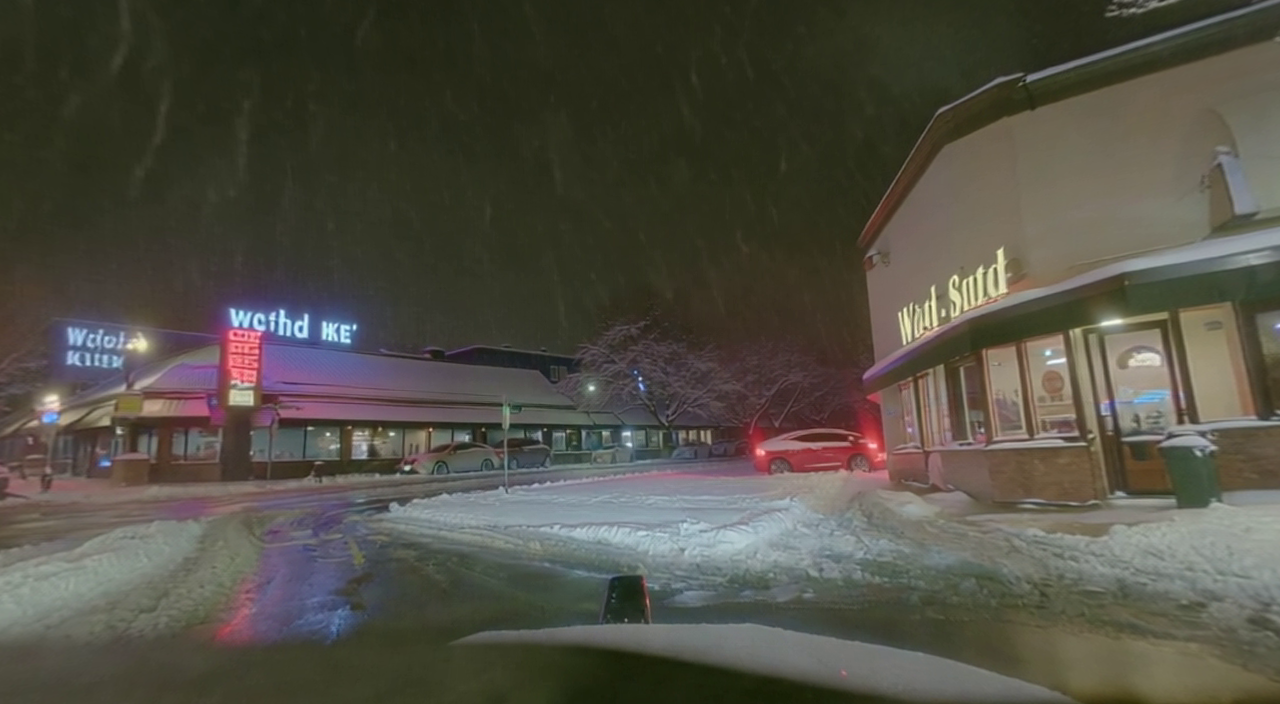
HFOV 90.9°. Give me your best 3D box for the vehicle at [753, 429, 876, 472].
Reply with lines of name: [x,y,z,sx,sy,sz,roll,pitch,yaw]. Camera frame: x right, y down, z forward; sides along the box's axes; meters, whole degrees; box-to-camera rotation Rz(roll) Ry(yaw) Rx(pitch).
vehicle: [7.383,4.184,26.765,4.706,1.663,1.993,-4,-9,26]

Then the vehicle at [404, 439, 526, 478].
vehicle: [-7.654,4.655,27.732,4.814,1.618,1.869,-2,-9,11]
